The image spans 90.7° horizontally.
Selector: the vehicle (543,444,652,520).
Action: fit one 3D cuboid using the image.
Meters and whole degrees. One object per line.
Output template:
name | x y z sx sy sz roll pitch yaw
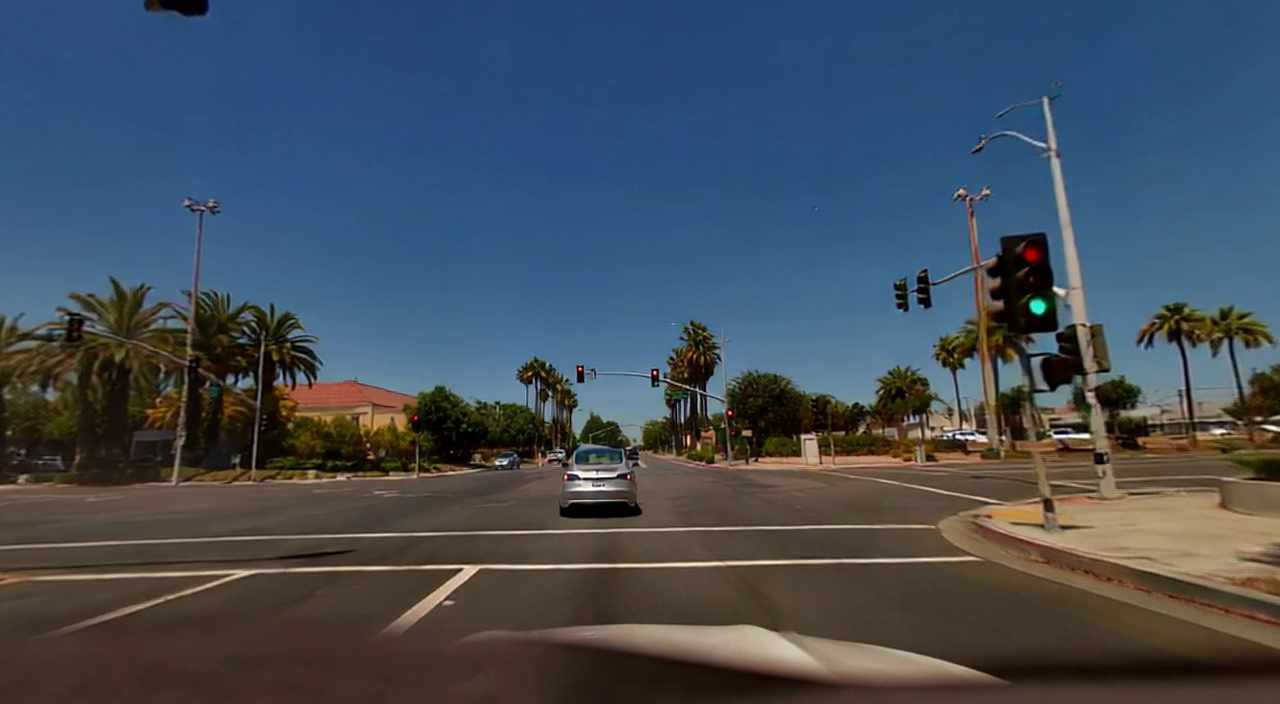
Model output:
vehicle | -0.887 2.917 14.724 2.152 1.478 4.229 0 -9 -1
